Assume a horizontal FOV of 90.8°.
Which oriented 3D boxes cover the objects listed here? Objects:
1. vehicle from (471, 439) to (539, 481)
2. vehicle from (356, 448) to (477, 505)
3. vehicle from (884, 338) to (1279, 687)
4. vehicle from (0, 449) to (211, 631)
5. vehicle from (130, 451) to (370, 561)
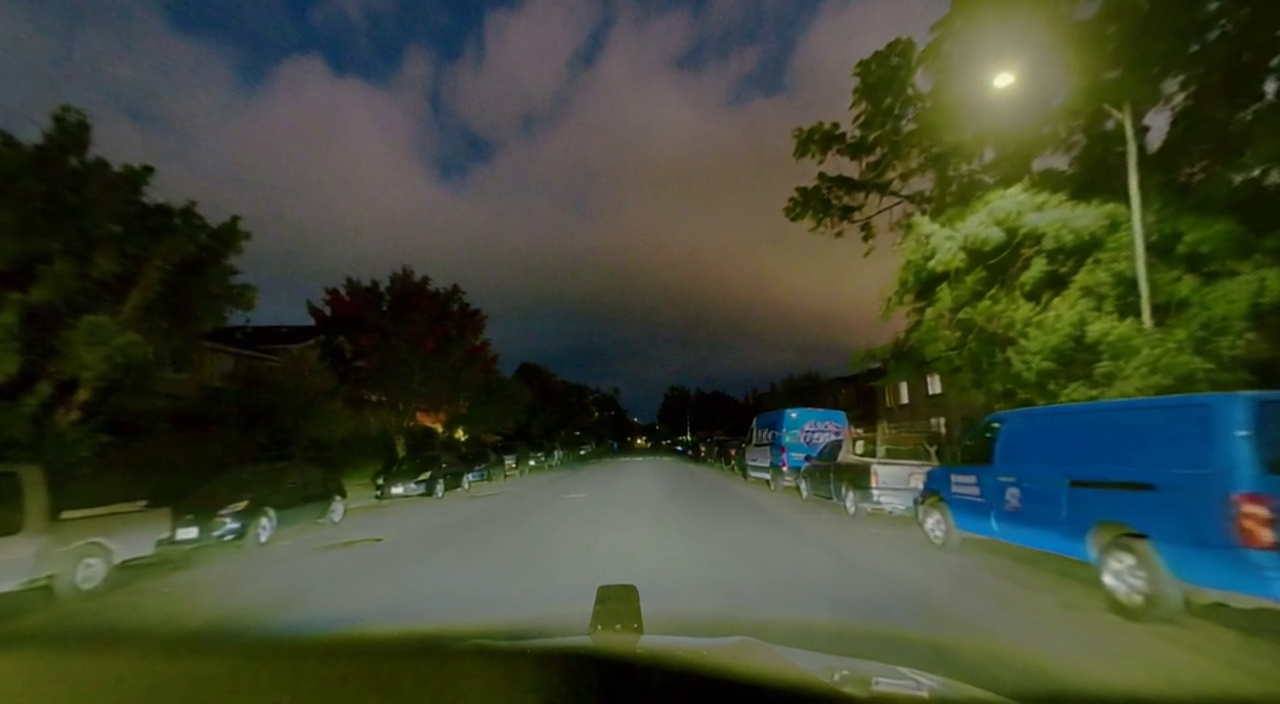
[{"bbox_3d":[-6.515,5.269,31.226,2.162,1.846,5.426,-1,-8,0],"label":"vehicle"},{"bbox_3d":[-6.560,3.671,19.225,1.869,1.467,4.921,-1,-8,0],"label":"vehicle"},{"bbox_3d":[4.506,1.251,6.044,2.072,1.883,5.576,0,-8,0],"label":"vehicle"},{"bbox_3d":[-6.353,1.667,5.487,1.840,1.476,4.739,-2,-8,2],"label":"vehicle"},{"bbox_3d":[-6.623,2.578,11.451,1.731,1.423,4.504,-2,-8,-4],"label":"vehicle"}]
